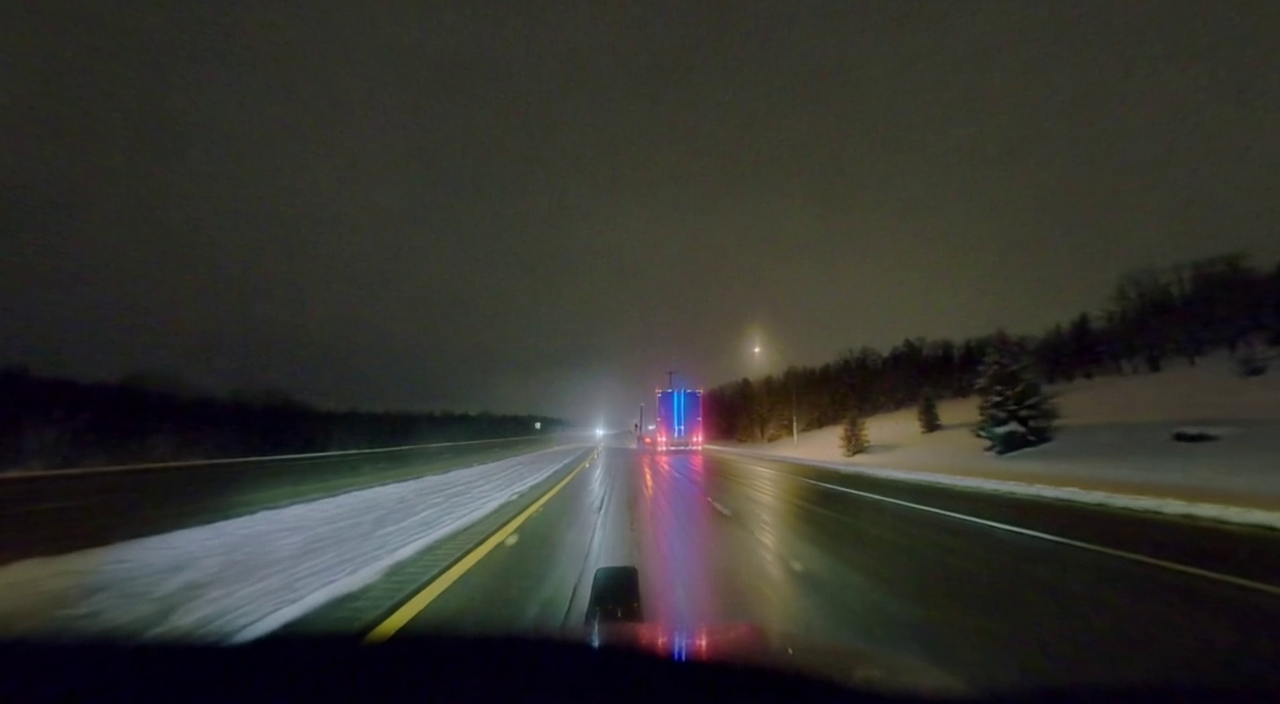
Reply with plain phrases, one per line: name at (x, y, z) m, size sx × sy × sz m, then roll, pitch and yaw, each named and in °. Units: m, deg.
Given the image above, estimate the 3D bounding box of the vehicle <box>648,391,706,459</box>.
vehicle at (2.184, 4.785, 40.723) m, size 2.949 × 3.877 × 8.528 m, roll 1°, pitch -8°, yaw -2°
